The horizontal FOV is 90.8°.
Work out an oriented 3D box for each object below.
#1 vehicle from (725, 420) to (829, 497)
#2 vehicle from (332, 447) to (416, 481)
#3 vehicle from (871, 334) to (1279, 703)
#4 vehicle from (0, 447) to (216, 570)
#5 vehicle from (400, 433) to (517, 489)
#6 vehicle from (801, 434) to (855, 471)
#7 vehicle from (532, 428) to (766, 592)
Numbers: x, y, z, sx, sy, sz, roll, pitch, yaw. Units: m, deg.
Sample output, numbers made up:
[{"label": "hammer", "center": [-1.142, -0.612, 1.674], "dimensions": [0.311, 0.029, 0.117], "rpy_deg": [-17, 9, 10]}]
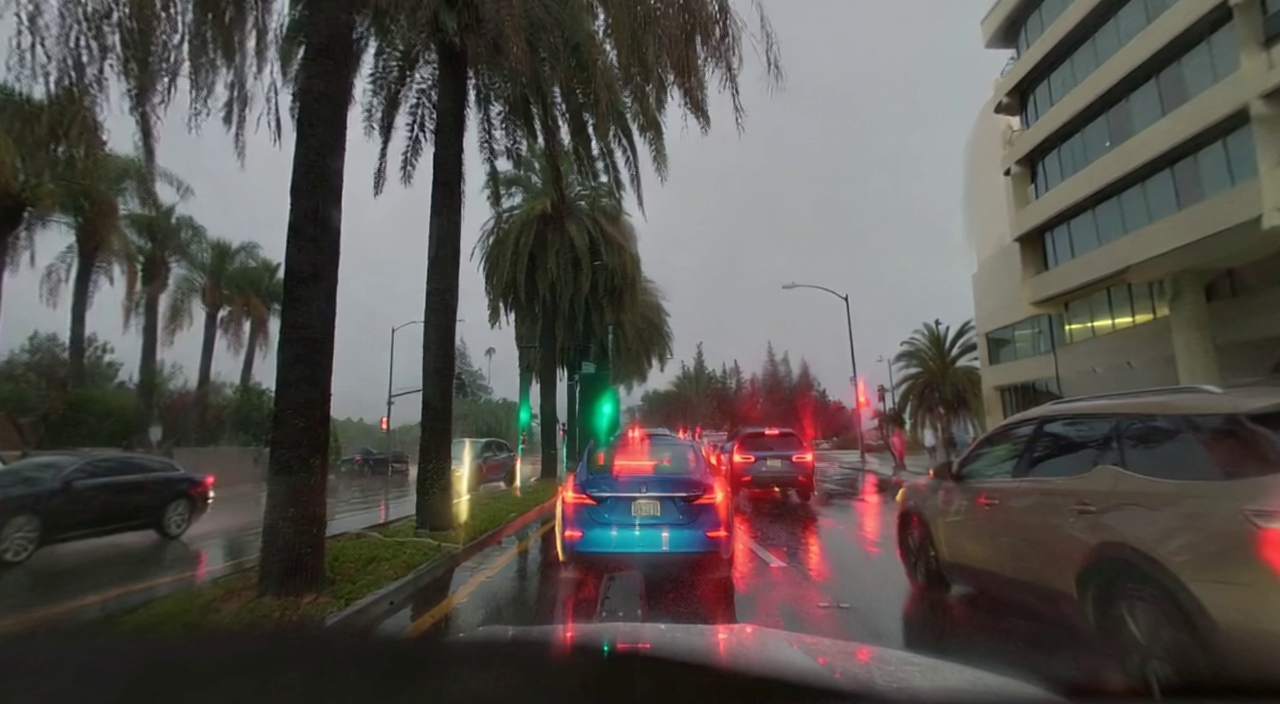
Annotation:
[{"label": "vehicle", "center": [3.743, 3.025, 18.262], "dimensions": [2.226, 1.897, 4.765], "rpy_deg": [-1, -8, 4]}, {"label": "vehicle", "center": [-13.198, 5.556, 31.700], "dimensions": [1.965, 1.507, 4.725], "rpy_deg": [-1, -8, 3]}, {"label": "vehicle", "center": [3.277, 1.078, 4.037], "dimensions": [2.003, 1.733, 4.319], "rpy_deg": [0, -8, 1]}, {"label": "vehicle", "center": [-8.885, 2.139, 9.081], "dimensions": [2.104, 1.492, 4.693], "rpy_deg": [-1, -8, 4]}, {"label": "vehicle", "center": [-6.062, 3.693, 21.749], "dimensions": [2.053, 1.693, 4.198], "rpy_deg": [-2, -9, 13]}, {"label": "vehicle", "center": [9.620, 5.177, 32.717], "dimensions": [2.093, 1.725, 4.638], "rpy_deg": [-2, -9, 10]}, {"label": "vehicle", "center": [0.130, 1.715, 7.712], "dimensions": [2.088, 1.452, 3.993], "rpy_deg": [-1, -8, 2]}]
